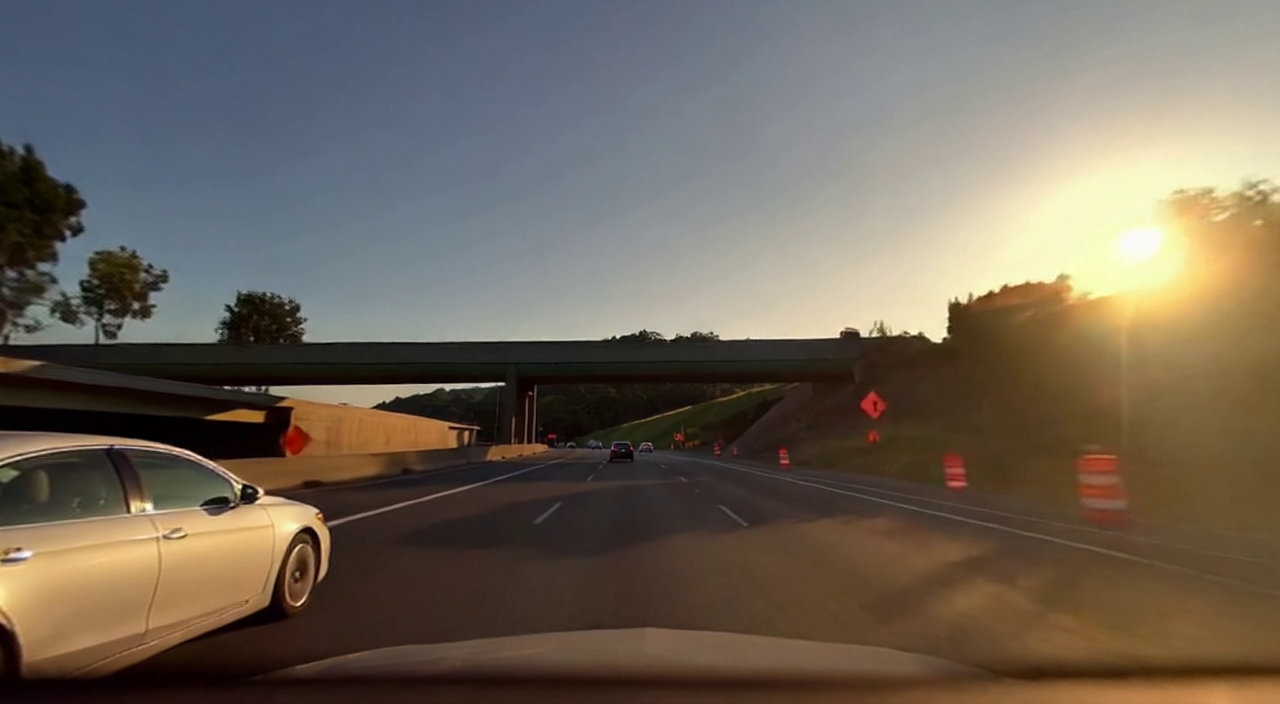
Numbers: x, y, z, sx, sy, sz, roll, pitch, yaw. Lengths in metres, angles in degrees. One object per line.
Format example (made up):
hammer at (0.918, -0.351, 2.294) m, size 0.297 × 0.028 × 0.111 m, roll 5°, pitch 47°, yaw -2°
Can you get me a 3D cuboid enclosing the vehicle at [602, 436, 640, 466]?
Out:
vehicle at (-1.324, 6.417, 40.982) m, size 2.328 × 1.805 × 4.502 m, roll 0°, pitch -8°, yaw -3°
